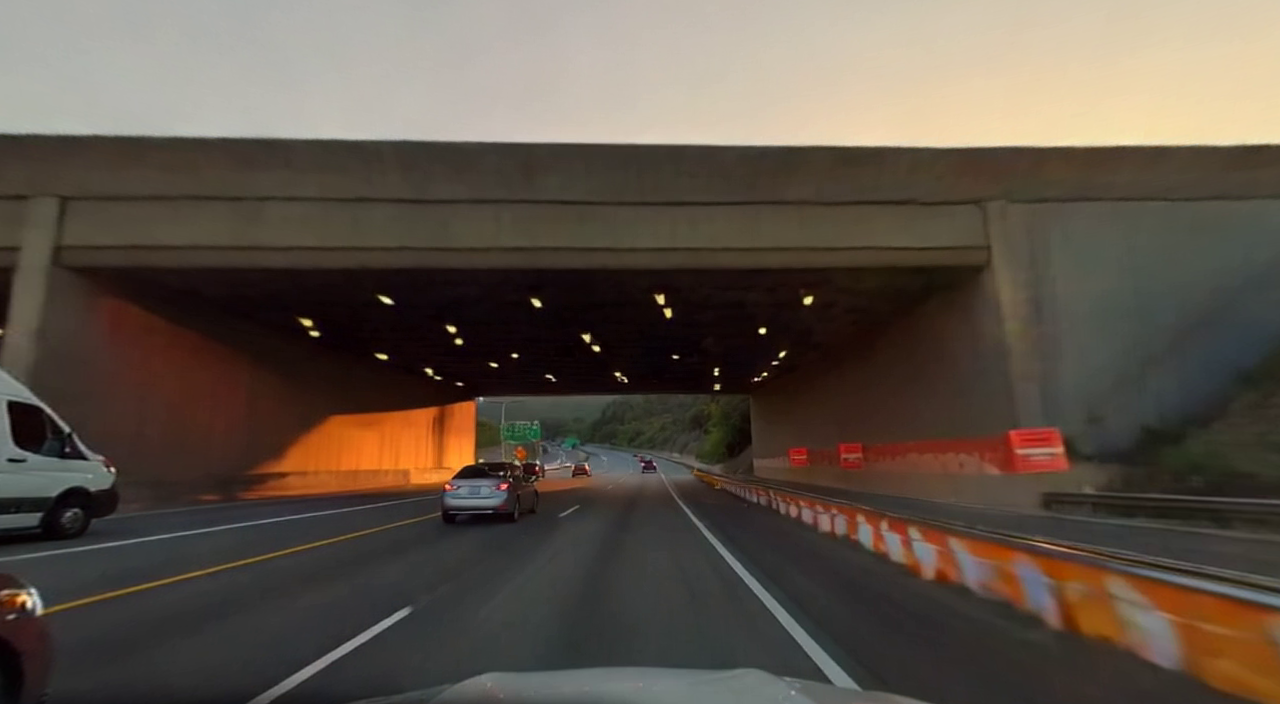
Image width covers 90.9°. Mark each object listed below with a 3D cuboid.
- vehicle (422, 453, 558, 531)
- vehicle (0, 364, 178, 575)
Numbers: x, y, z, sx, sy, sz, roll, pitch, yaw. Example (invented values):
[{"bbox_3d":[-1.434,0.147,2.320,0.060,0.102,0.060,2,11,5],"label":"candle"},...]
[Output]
[{"bbox_3d":[-3.166,3.057,14.120,1.992,1.466,3.690,0,-10,2],"label":"vehicle"},{"bbox_3d":[-9.175,1.346,7.302,2.310,2.576,6.321,0,-10,5],"label":"vehicle"}]
